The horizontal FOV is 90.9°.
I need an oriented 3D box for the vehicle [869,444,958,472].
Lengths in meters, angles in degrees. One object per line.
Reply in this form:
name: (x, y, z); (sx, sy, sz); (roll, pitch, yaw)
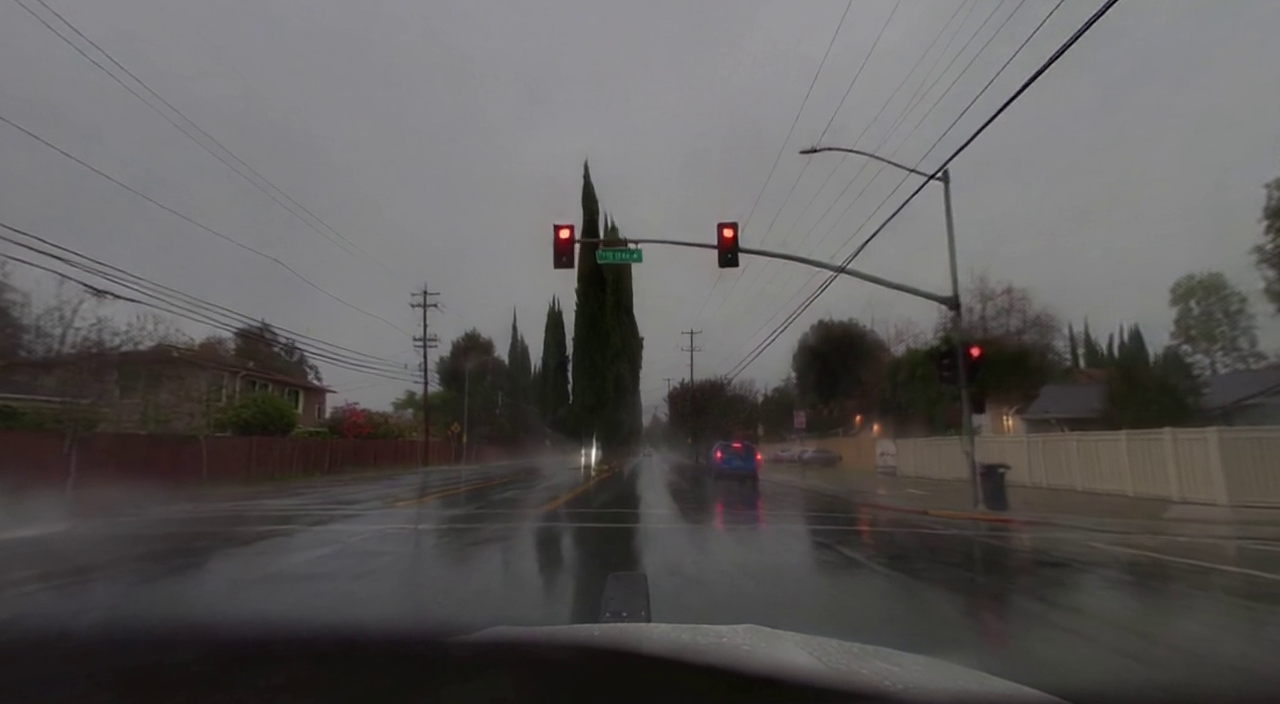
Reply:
vehicle: (15.456, 6.003, 35.802); (4.135, 1.558, 1.929); (0, -8, 2)

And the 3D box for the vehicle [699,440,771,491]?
vehicle: (3.705, 4.534, 25.546); (2.144, 1.843, 4.827); (0, -9, -1)
